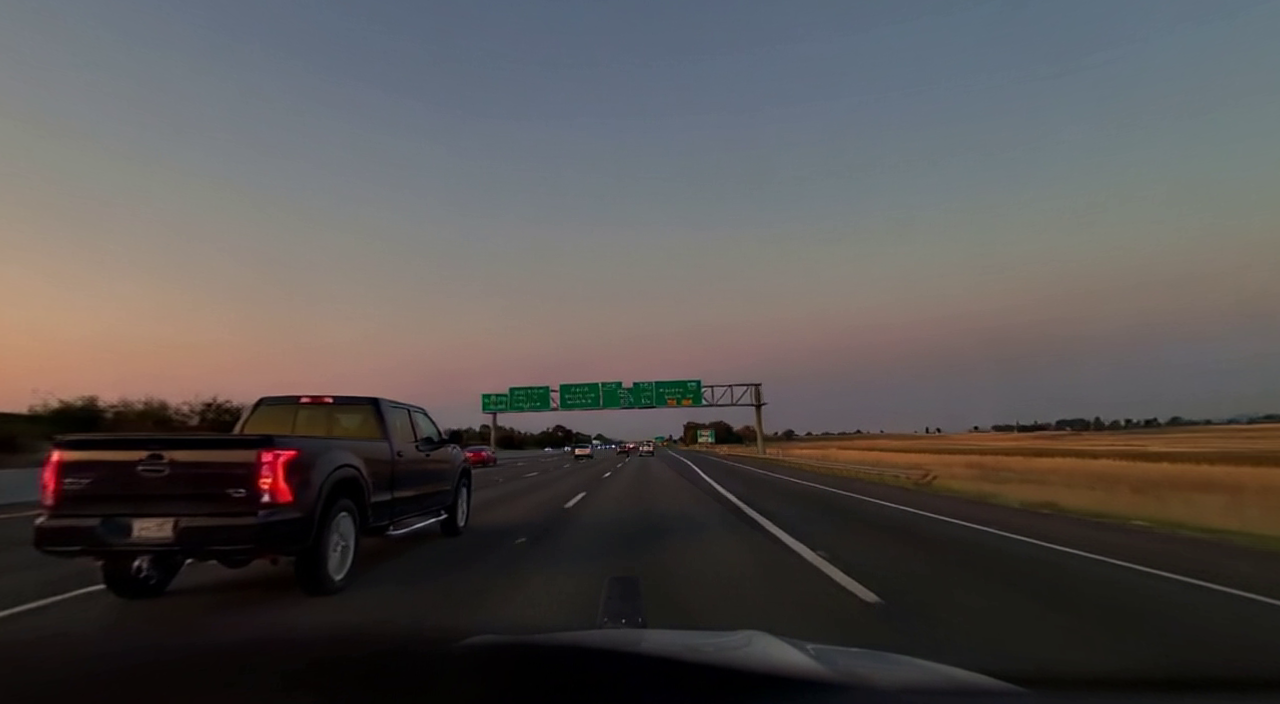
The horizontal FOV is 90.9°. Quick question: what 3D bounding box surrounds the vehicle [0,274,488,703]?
[{"bbox_3d":[-3.526,1.115,5.843,2.601,2.084,6.068,0,-8,1],"label":"vehicle"}]
